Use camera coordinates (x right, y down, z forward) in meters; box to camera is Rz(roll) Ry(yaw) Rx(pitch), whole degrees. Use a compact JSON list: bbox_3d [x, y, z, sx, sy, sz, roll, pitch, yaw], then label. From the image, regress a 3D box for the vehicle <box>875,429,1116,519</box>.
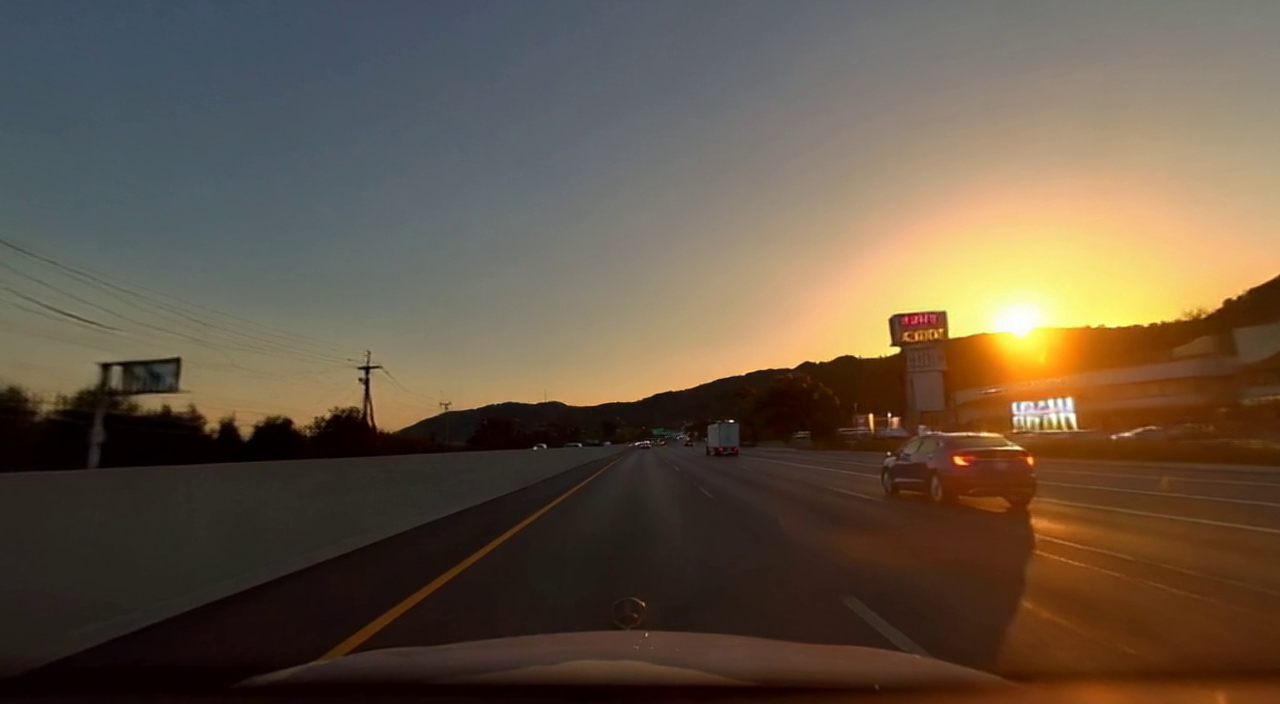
[{"bbox_3d":[6.977,2.444,13.194,2.079,1.518,5.032,0,-8,-1],"label":"vehicle"}]
